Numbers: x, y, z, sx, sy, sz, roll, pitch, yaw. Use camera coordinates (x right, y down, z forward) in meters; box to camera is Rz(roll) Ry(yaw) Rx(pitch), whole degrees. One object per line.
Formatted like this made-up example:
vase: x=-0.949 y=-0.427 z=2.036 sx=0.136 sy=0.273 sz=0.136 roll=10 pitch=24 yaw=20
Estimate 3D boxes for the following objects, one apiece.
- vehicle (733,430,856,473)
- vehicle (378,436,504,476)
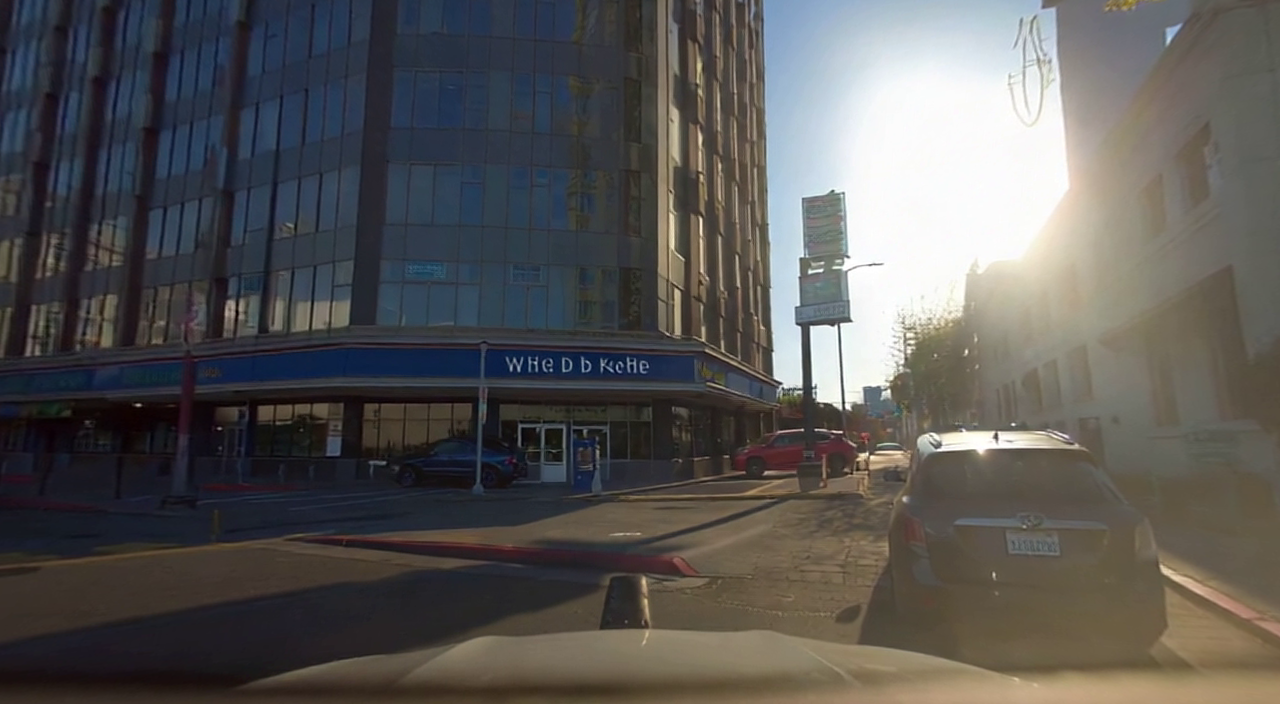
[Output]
vehicle: x=6.527 y=4.183 z=26.613 sx=4.706 sy=1.663 sz=1.993 roll=-4 pitch=-9 yaw=24
vehicle: x=-8.524 y=4.451 z=27.163 sx=4.814 sy=1.618 sz=1.869 roll=-2 pitch=-9 yaw=10
